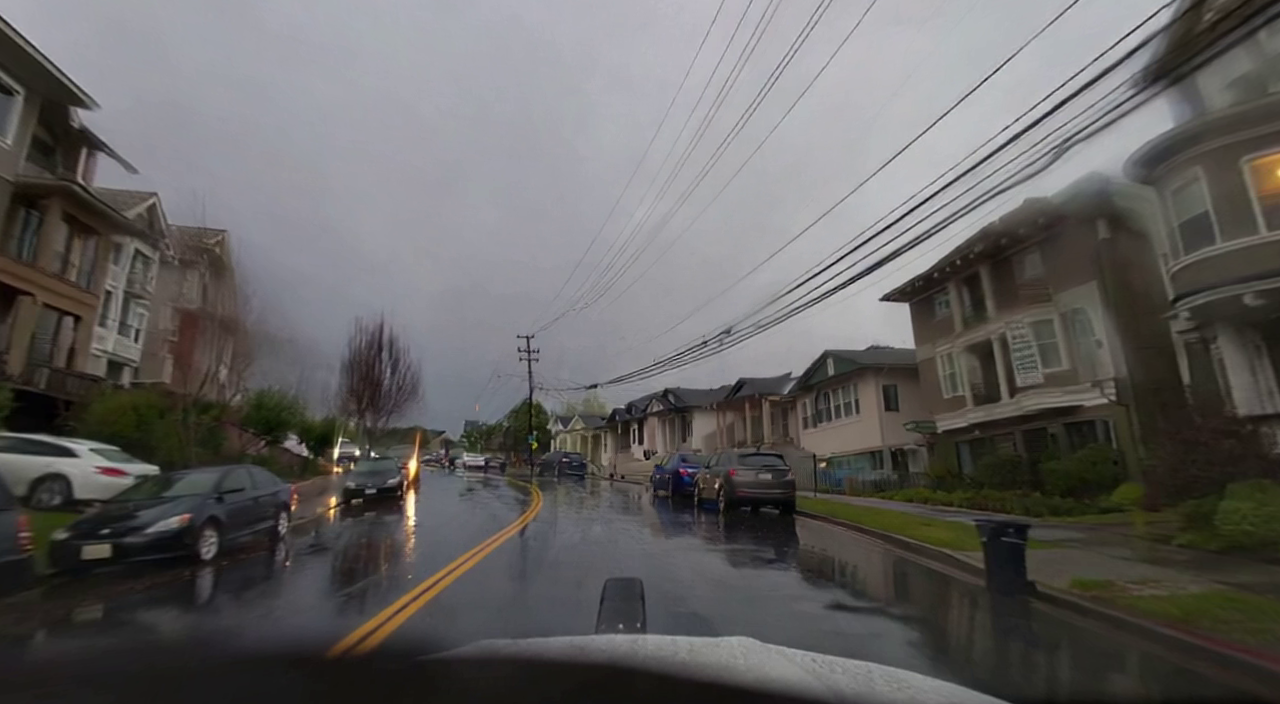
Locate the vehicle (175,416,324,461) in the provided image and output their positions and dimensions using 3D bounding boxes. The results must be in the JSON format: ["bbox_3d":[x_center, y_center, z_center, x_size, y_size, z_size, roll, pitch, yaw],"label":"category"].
[{"bbox_3d":[-18.729,4.215,30.586,5.822,1.956,2.355,5,-10,-32],"label":"vehicle"}]

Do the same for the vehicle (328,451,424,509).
[{"bbox_3d":[-8.123,3.914,19.760,2.003,1.447,3.642,-2,-8,-10],"label":"vehicle"}]

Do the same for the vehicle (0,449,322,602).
[{"bbox_3d":[-7.140,2.406,9.640,2.154,1.516,4.854,-7,-8,-3],"label":"vehicle"}]

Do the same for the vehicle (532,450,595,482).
[{"bbox_3d":[-4.572,6.672,37.215,1.994,1.682,4.750,9,-12,-27],"label":"vehicle"}]

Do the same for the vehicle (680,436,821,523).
[{"bbox_3d":[2.468,3.002,15.523,1.974,1.769,4.610,1,-9,-9],"label":"vehicle"}]
